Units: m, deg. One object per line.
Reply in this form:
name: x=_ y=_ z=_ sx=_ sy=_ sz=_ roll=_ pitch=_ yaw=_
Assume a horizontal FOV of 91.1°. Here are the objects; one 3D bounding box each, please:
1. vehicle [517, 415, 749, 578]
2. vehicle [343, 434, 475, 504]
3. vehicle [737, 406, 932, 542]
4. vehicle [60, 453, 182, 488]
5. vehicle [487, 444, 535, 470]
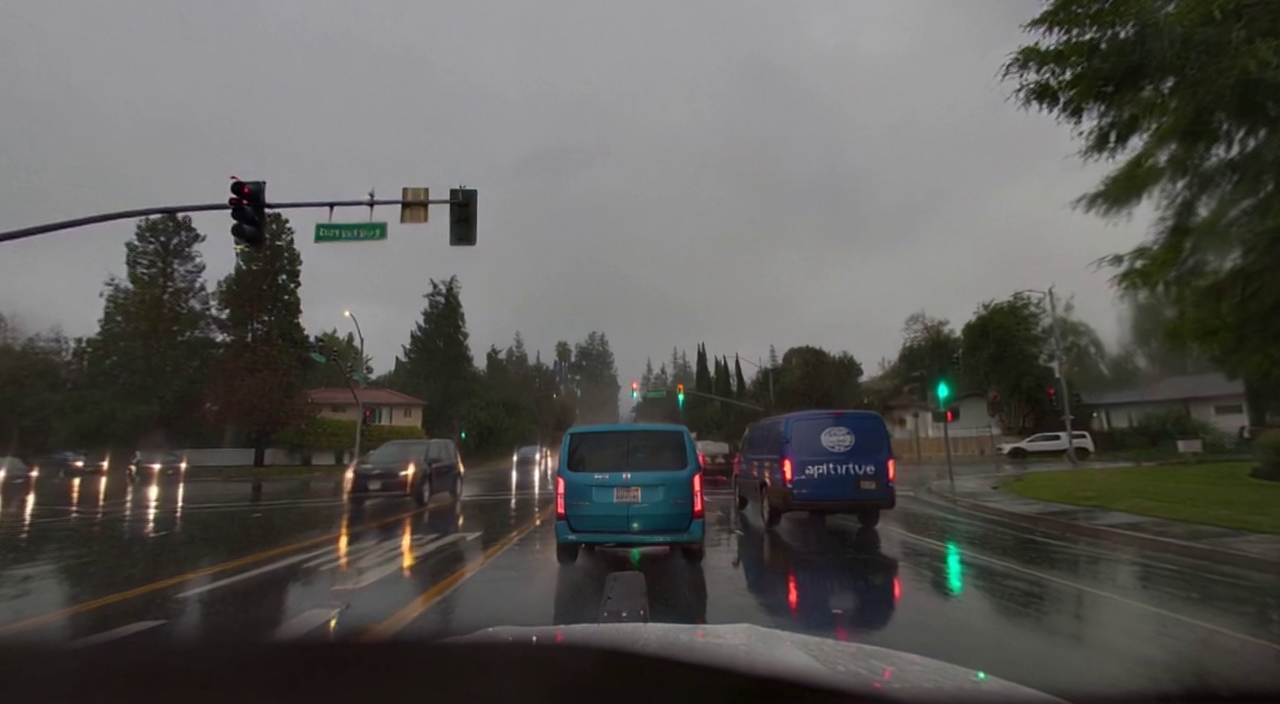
vehicle: x=-0.071 y=1.777 z=8.551 sx=2.321 sy=1.624 sz=4.367 roll=0 pitch=-8 yaw=0
vehicle: x=-6.582 y=3.377 z=18.556 sx=2.070 sy=1.775 sz=4.703 roll=0 pitch=-8 yaw=0
vehicle: x=3.113 y=2.057 z=11.164 sx=2.059 sy=1.924 sz=4.257 roll=0 pitch=-8 yaw=0
vehicle: x=-25.257 y=5.758 z=30.707 sx=4.073 sy=1.603 sz=1.920 roll=1 pitch=-9 yaw=-8
vehicle: x=-9.579 y=7.790 z=46.892 sx=2.394 sy=1.815 sz=4.818 roll=0 pitch=-9 yaw=2
